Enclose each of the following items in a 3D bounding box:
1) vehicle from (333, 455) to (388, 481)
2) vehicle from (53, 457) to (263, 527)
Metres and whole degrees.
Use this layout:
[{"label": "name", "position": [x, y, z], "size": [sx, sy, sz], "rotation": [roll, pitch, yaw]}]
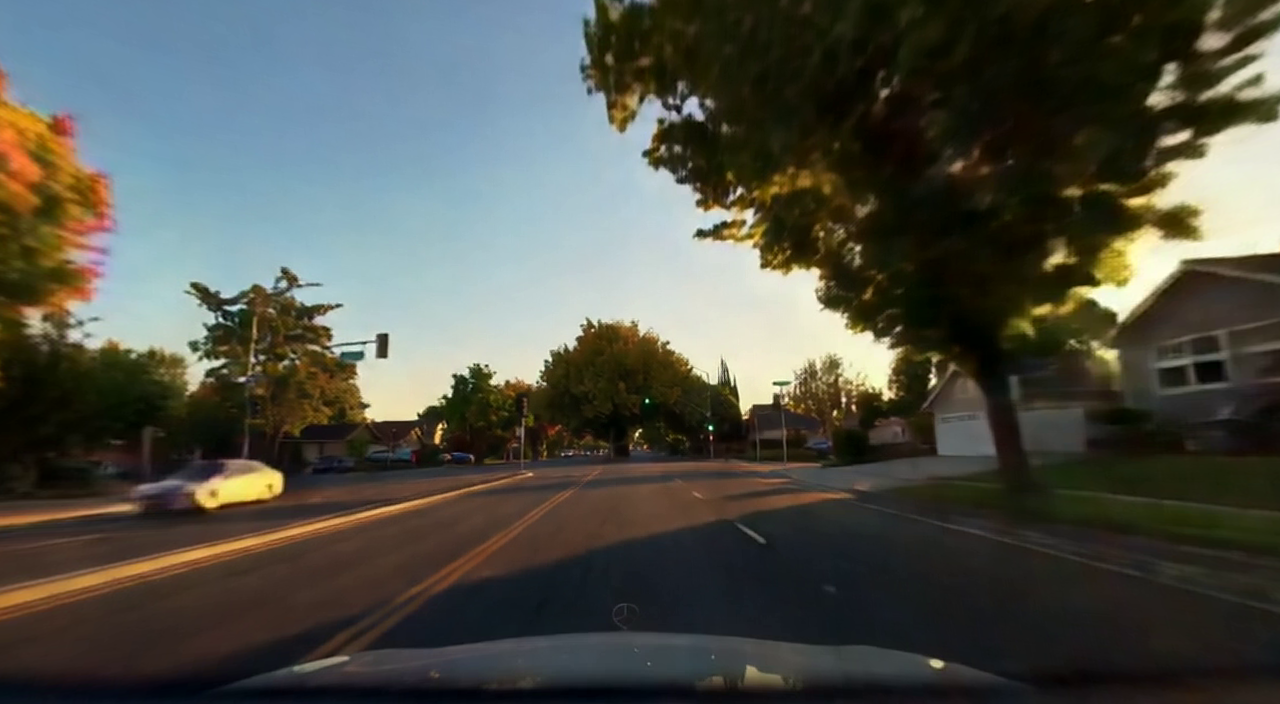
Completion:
[{"label": "vehicle", "position": [-17.483, 7.184, 39.382], "size": [2.018, 1.500, 4.433], "rotation": [6, -11, -37]}, {"label": "vehicle", "position": [-12.604, 3.634, 17.037], "size": [1.923, 1.516, 4.735], "rotation": [0, -9, 0]}]
